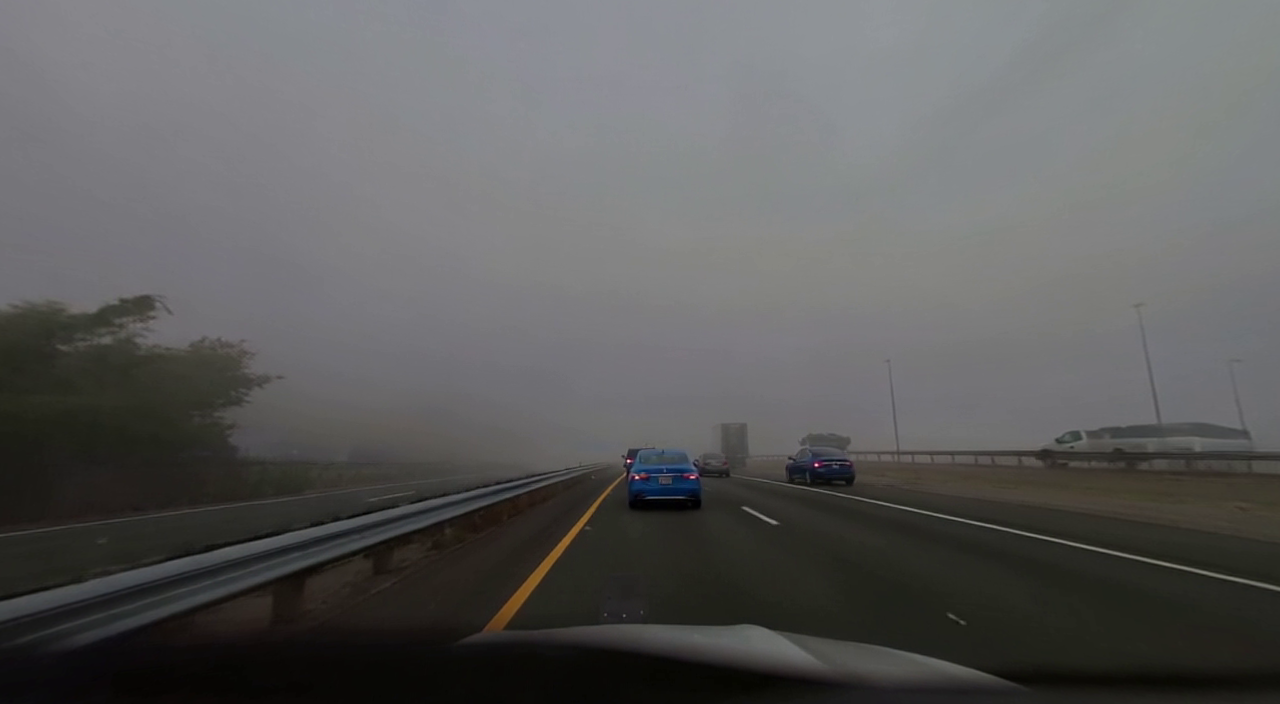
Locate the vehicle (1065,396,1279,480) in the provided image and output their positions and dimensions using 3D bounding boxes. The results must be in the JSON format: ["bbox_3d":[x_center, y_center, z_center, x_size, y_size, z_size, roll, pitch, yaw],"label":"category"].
[{"bbox_3d":[31.720,5.134,36.689,2.822,3.996,14.073,1,-9,-7],"label":"vehicle"}]

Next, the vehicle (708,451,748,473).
[{"bbox_3d":[6.025,7.597,43.676,2.015,1.454,4.324,0,-9,-2],"label":"vehicle"}]

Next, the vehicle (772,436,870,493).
[{"bbox_3d":[6.482,4.092,23.206,2.177,1.827,4.565,0,-9,-1],"label":"vehicle"}]

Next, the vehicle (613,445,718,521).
[{"bbox_3d":[0.484,2.898,14.423,2.076,1.485,3.774,0,-9,0],"label":"vehicle"}]

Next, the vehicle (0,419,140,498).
[{"bbox_3d":[-33.357,6.055,36.106,2.902,3.981,7.819,-3,-8,0],"label":"vehicle"}]
